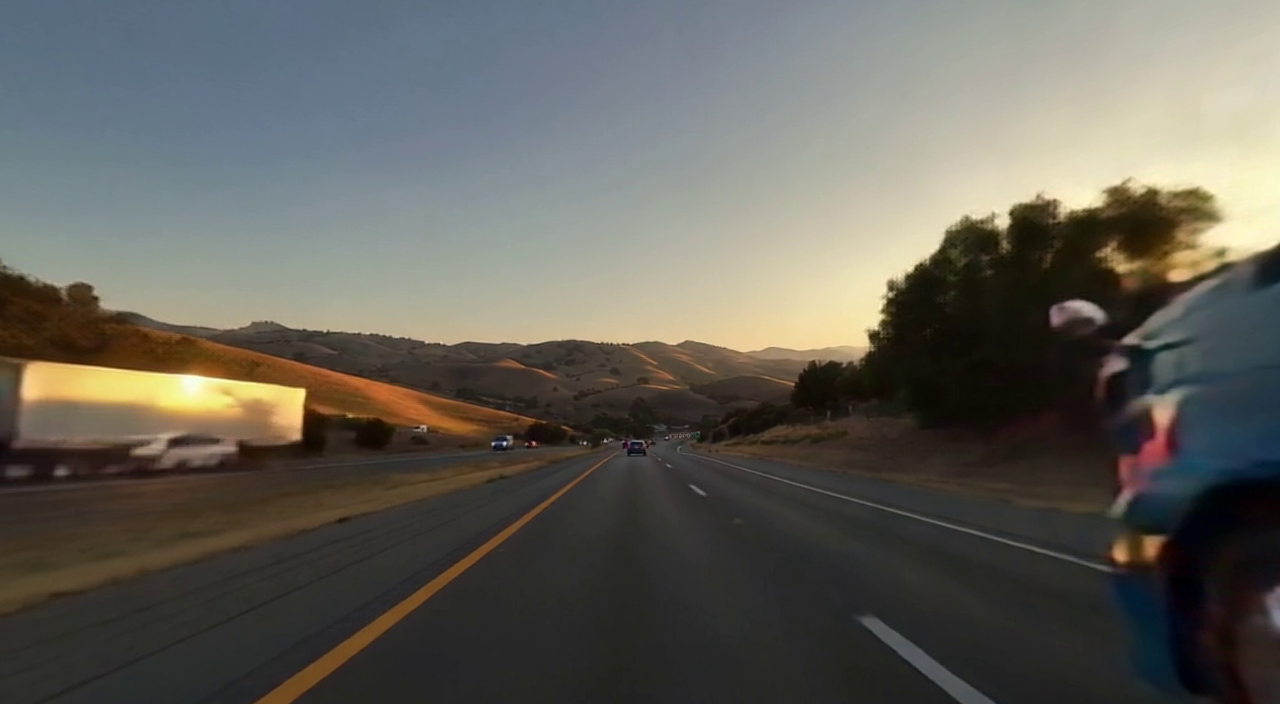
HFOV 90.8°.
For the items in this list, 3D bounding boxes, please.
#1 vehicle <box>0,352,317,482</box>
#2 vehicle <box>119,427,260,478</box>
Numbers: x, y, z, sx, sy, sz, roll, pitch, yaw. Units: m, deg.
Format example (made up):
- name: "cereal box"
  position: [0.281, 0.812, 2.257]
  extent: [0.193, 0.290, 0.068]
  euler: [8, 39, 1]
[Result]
- name: "vehicle"
  position: [-21.477, 3.461, 30.122]
  extent: [3.186, 4.432, 17.210]
  euler: [0, -9, 0]
- name: "vehicle"
  position: [-17.665, 3.973, 25.123]
  extent: [2.252, 1.812, 4.496]
  euler: [0, -8, 0]
